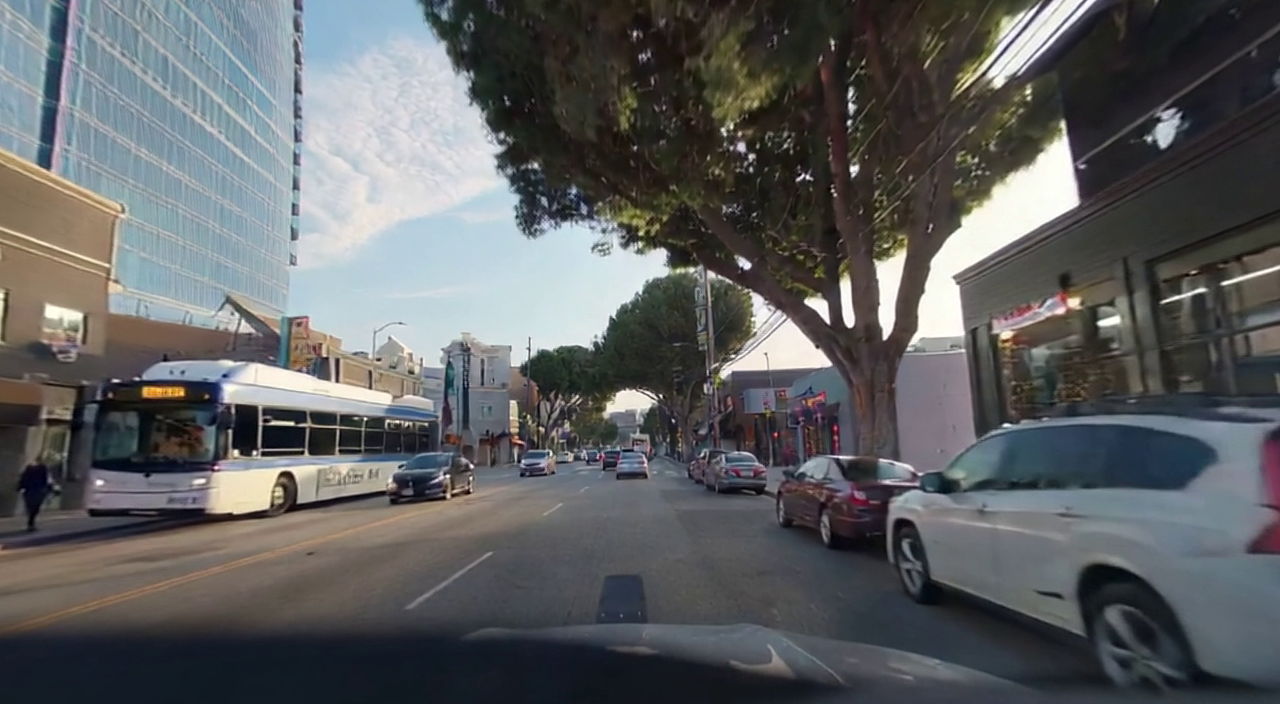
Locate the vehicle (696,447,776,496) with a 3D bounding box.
[{"bbox_3d":[3.152,4.036,21.748,2.018,1.474,4.524,0,-9,0],"label":"vehicle"}]

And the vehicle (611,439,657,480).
[{"bbox_3d":[-0.276,5.306,31.404,2.127,1.893,4.194,-1,-9,1],"label":"vehicle"}]

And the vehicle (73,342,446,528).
[{"bbox_3d":[-9.548,2.668,19.153,3.022,3.627,13.129,-2,-9,1],"label":"vehicle"}]

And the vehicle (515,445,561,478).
[{"bbox_3d":[-5.840,6.291,36.654,2.050,1.763,4.119,0,-9,0],"label":"vehicle"}]

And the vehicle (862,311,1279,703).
[{"bbox_3d":[3.128,0.999,3.748,1.998,1.746,4.443,-1,-9,0],"label":"vehicle"}]

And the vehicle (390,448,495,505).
[{"bbox_3d":[-6.084,3.845,19.994,1.954,1.581,4.197,-1,-9,0],"label":"vehicle"}]
